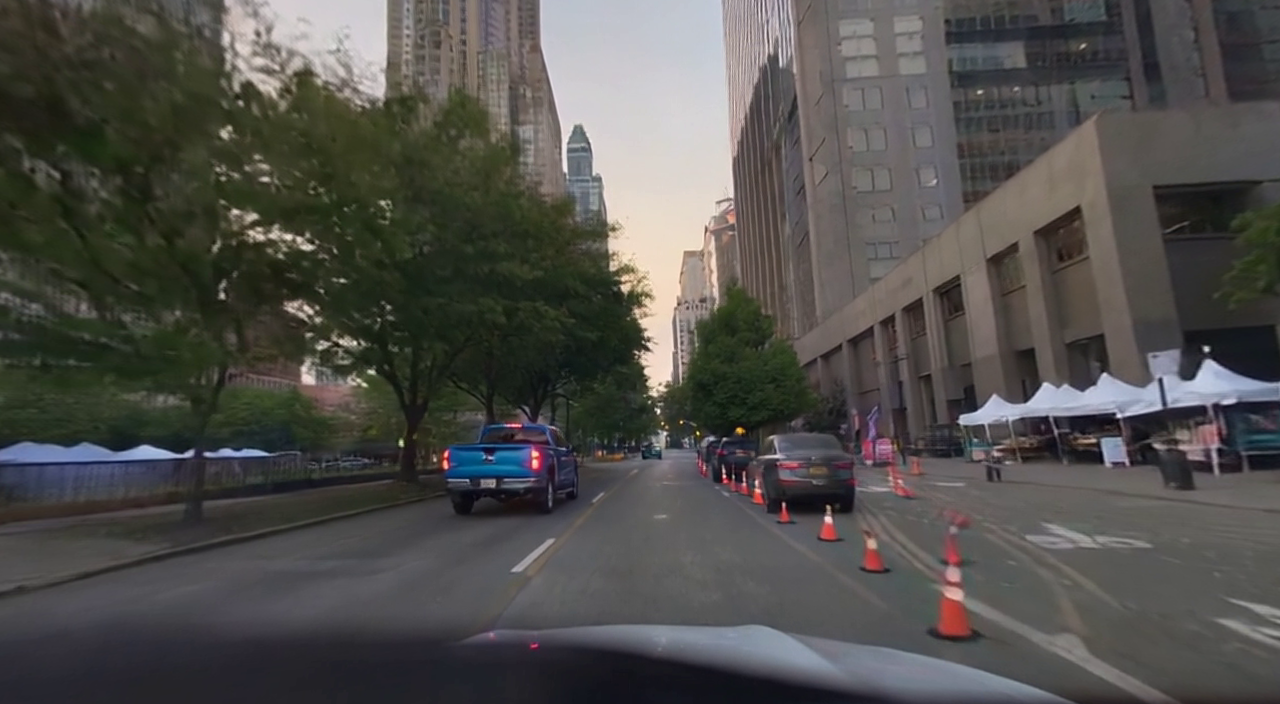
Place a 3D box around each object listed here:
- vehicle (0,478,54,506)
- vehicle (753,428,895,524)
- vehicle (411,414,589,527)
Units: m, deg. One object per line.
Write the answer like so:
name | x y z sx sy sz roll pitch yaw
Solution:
vehicle | -46.109 10.242 46.151 1.970 1.764 4.948 0 -9 -7
vehicle | 3.508 2.438 12.903 2.023 1.607 4.225 -2 -9 6
vehicle | -2.716 2.530 14.051 2.452 1.954 5.653 -1 -9 2
